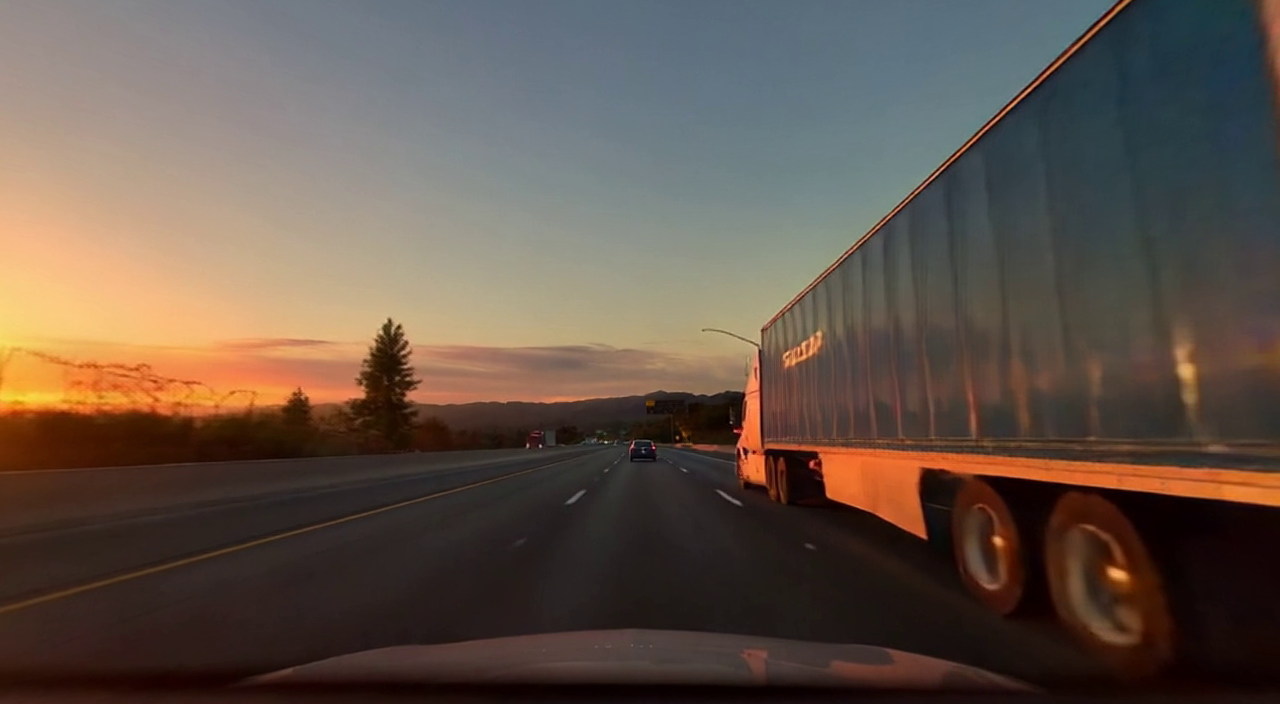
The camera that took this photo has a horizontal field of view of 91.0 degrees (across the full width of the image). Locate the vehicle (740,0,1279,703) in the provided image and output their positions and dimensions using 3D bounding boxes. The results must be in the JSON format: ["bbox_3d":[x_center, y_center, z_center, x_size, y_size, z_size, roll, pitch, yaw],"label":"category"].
[{"bbox_3d":[4.364,0.584,9.797,2.936,4.125,15.204,0,-8,-1],"label":"vehicle"}]

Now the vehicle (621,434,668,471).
[{"bbox_3d":[0.210,4.747,30.000,2.111,1.635,4.177,0,-8,0],"label":"vehicle"}]
